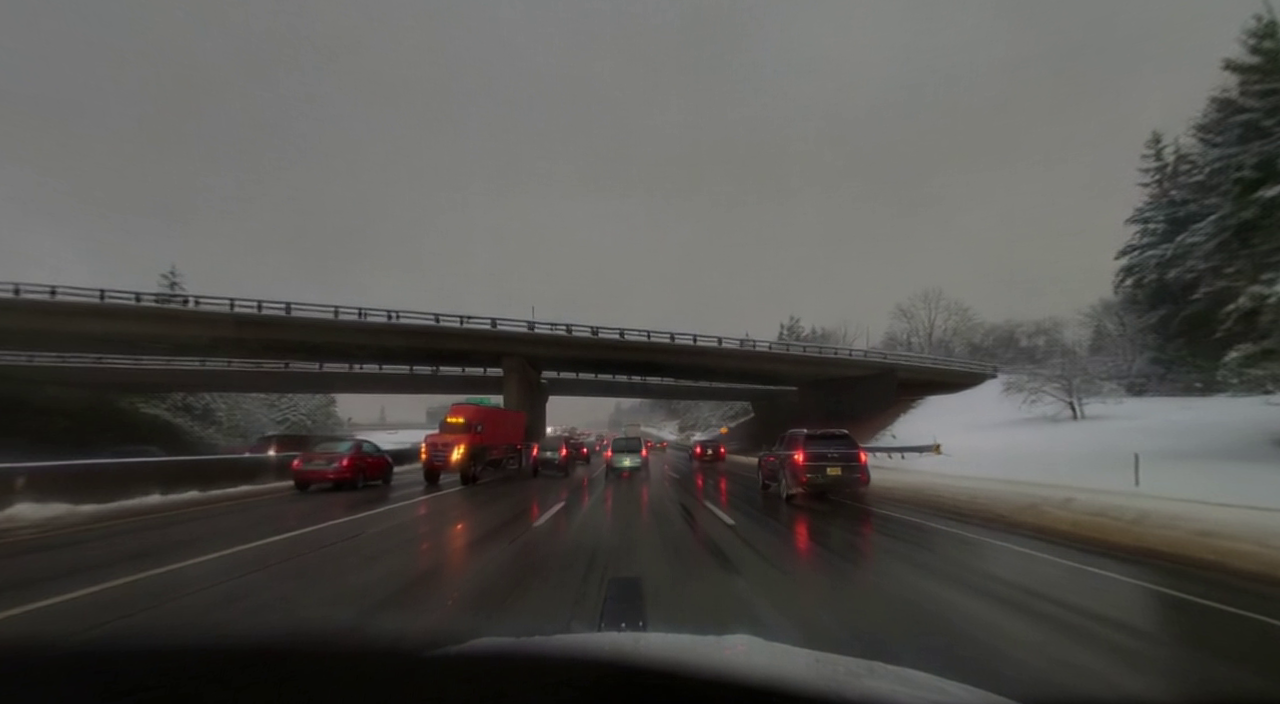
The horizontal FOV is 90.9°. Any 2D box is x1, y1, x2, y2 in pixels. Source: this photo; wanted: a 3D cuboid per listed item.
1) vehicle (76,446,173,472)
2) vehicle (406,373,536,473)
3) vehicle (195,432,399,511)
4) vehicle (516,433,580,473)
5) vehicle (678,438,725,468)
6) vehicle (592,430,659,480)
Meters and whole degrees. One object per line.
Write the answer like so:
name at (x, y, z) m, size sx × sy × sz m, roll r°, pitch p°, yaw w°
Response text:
vehicle at (-38.023, 7.872, 46.783) m, size 2.189 × 1.778 × 5.746 m, roll 0°, pitch -8°, yaw 1°
vehicle at (-7.471, 3.542, 29.992) m, size 2.959 × 3.886 × 10.574 m, roll 0°, pitch -8°, yaw 2°
vehicle at (-7.502, 2.634, 14.510) m, size 1.948 × 1.494 × 4.749 m, roll 0°, pitch -8°, yaw 1°
vehicle at (-4.040, 4.537, 28.492) m, size 2.124 × 1.639 × 4.344 m, roll 0°, pitch -8°, yaw 2°
vehicle at (3.198, 5.352, 33.530) m, size 2.003 × 1.465 × 4.092 m, roll 0°, pitch -8°, yaw -1°
vehicle at (-0.499, 3.819, 23.616) m, size 2.270 × 1.696 × 4.061 m, roll 0°, pitch -8°, yaw 0°
